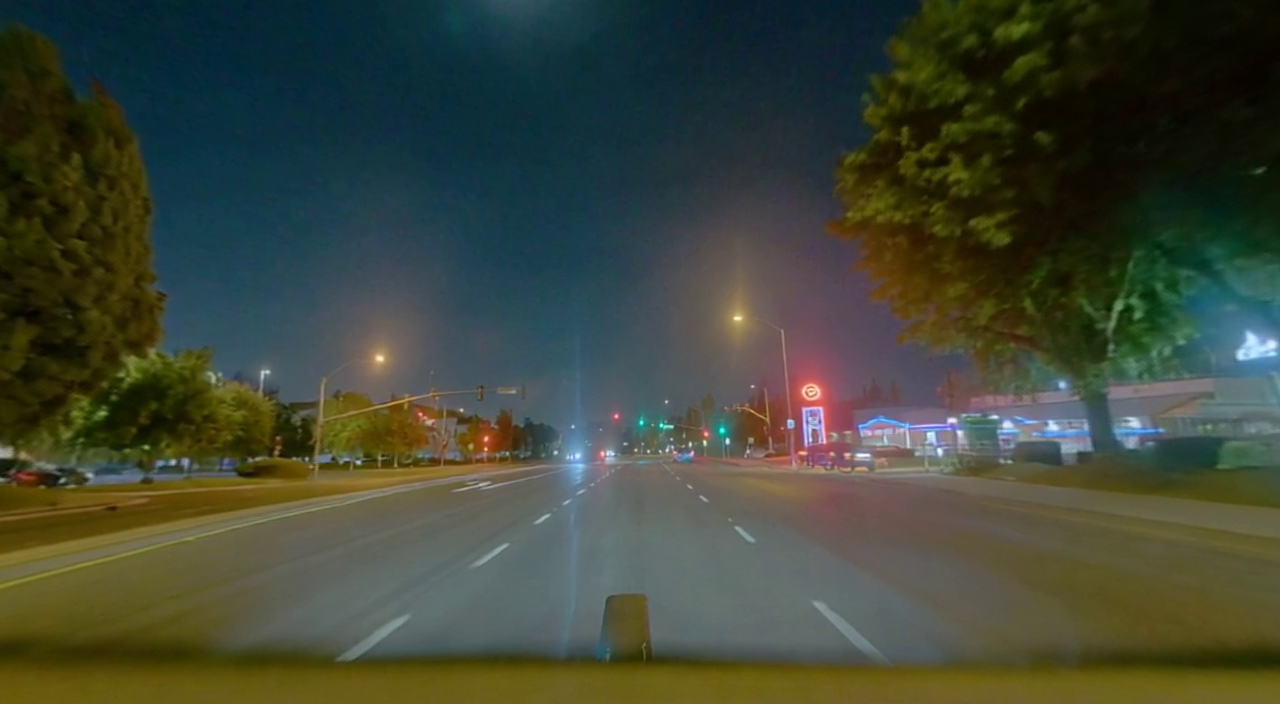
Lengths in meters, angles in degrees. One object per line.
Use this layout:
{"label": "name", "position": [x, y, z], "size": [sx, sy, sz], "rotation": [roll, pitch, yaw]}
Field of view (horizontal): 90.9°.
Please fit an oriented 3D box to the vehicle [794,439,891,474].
{"label": "vehicle", "position": [9.722, 5.033, 30.509], "size": [4.007, 1.591, 1.915], "rotation": [-1, -8, 2]}
